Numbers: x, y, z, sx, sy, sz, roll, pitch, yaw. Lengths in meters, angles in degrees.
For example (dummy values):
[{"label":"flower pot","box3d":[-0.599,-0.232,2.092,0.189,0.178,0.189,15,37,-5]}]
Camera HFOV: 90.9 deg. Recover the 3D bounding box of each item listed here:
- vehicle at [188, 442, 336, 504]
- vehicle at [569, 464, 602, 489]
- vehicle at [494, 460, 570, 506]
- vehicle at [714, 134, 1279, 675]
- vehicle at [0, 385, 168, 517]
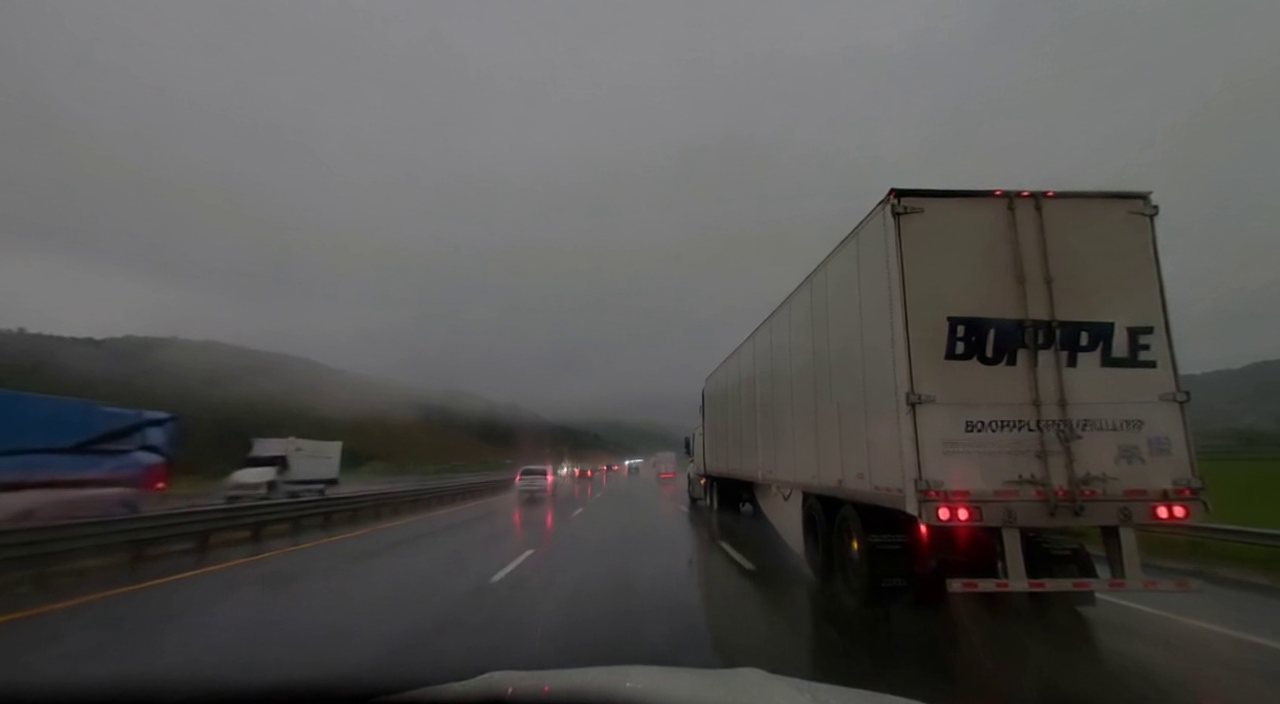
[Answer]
[{"label":"vehicle","box3d":[-15.763,5.146,26.925,2.306,2.274,6.398,1,-11,0]},{"label":"vehicle","box3d":[-4.047,9.320,47.239,2.063,1.671,4.197,1,-11,0]},{"label":"vehicle","box3d":[-4.085,5.116,24.774,2.088,1.566,4.853,1,-11,0]},{"label":"vehicle","box3d":[3.744,1.543,11.667,2.839,4.062,14.051,1,-11,-1]},{"label":"vehicle","box3d":[-19.704,2.681,17.274,2.843,3.696,13.964,1,-11,-1]}]
